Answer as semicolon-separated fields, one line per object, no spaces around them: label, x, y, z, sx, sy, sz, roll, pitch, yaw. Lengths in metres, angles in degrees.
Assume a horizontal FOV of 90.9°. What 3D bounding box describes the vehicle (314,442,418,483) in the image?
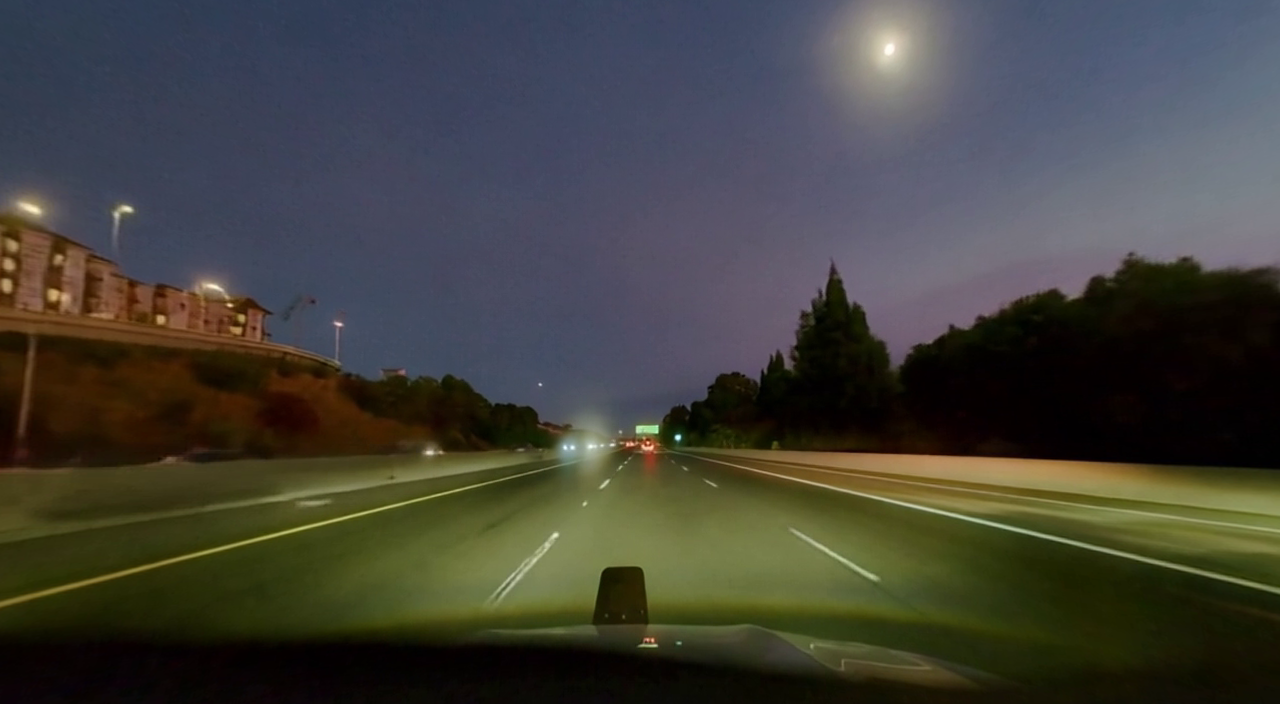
vehicle;-10.838;4.375;25.360;1.998;1.484;4.695;0;-8;1

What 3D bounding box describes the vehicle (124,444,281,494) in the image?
vehicle;-14.463;3.844;21.287;1.879;1.475;4.702;0;-8;1
